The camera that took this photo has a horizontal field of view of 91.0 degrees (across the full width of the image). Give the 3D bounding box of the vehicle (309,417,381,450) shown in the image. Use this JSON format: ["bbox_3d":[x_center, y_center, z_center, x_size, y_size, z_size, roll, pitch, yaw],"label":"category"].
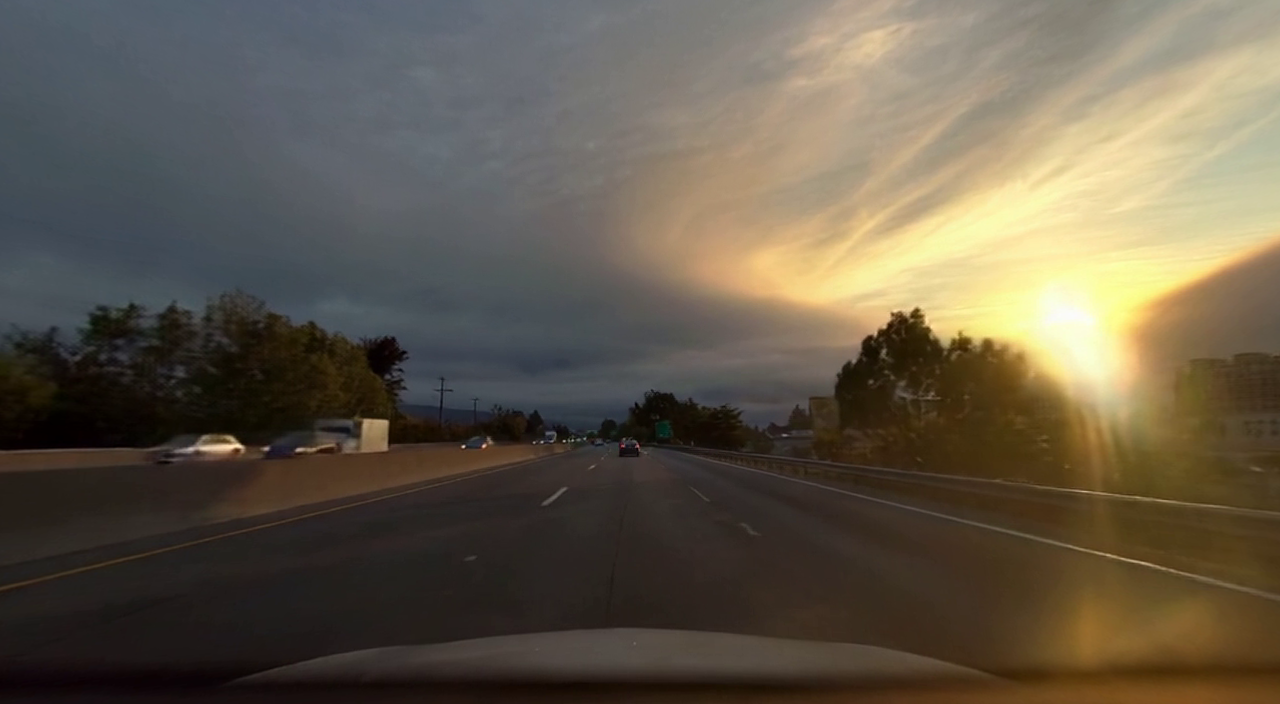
[{"bbox_3d":[-16.334,4.584,35.102,1.945,1.723,4.462,0,-8,-1],"label":"vehicle"}]

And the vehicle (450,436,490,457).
[{"bbox_3d":[-12.989,7.215,48.321,1.901,1.507,4.711,0,-8,-1],"label":"vehicle"}]

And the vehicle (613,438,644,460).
[{"bbox_3d":[-0.868,6.960,45.239,2.099,1.504,3.843,0,-8,-2],"label":"vehicle"}]

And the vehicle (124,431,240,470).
[{"bbox_3d":[-19.960,4.304,27.710,1.926,1.524,4.334,0,-8,-2],"label":"vehicle"}]

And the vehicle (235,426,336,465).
[{"bbox_3d":[-16.238,4.318,29.150,2.092,1.633,4.489,0,-8,-1],"label":"vehicle"}]
